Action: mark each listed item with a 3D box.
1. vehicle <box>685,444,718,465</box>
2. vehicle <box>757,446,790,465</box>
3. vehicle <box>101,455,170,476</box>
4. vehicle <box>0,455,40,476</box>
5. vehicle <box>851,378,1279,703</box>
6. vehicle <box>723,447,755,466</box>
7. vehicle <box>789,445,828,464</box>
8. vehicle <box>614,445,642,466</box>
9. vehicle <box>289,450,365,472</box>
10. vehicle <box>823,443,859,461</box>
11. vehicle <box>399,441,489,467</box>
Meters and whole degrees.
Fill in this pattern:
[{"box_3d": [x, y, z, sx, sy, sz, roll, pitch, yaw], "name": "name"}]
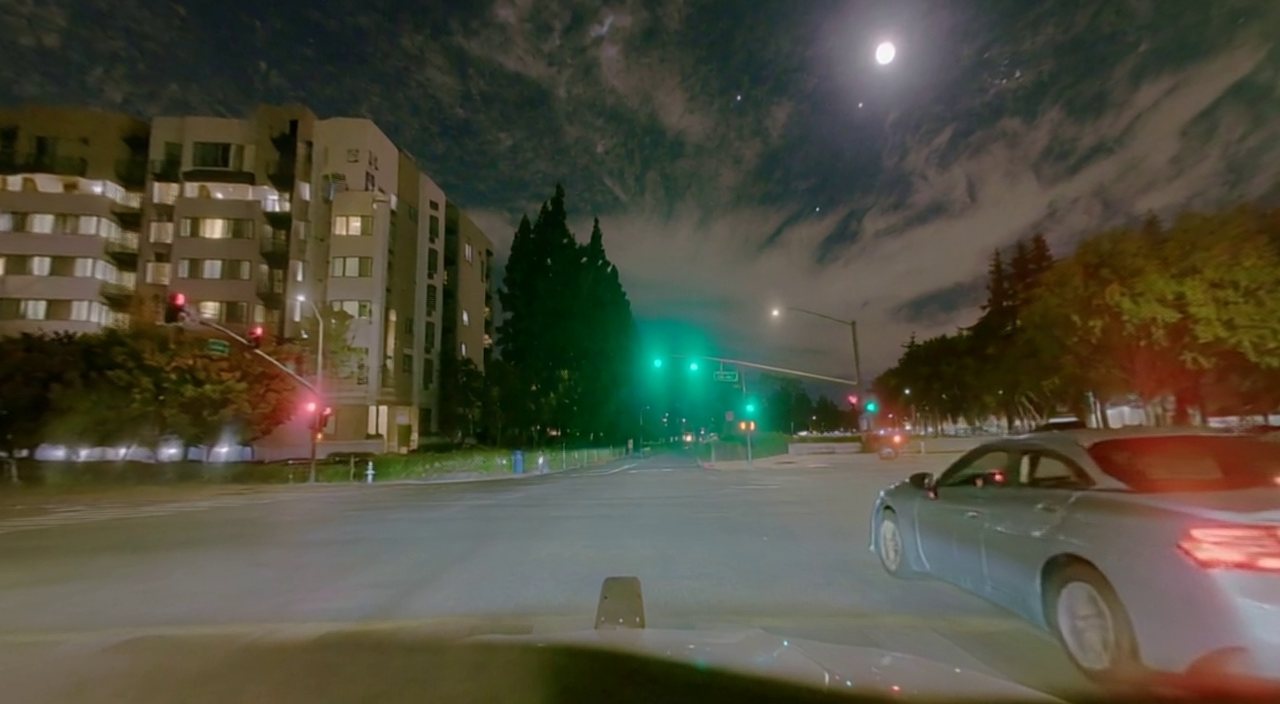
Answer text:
[{"box_3d": [4.597, 7.754, 47.952, 1.983, 1.453, 4.180, 0, -9, -1], "name": "vehicle"}, {"box_3d": [10.108, 7.860, 48.004, 1.692, 1.343, 3.352, 0, -9, -1], "name": "vehicle"}, {"box_3d": [-36.236, 8.159, 45.471, 1.709, 1.410, 3.945, 0, -9, -1], "name": "vehicle"}, {"box_3d": [-46.142, 8.253, 45.980, 1.627, 1.392, 3.330, 0, -9, 0], "name": "vehicle"}, {"box_3d": [3.309, 1.195, 4.718, 1.903, 1.529, 4.254, 0, -9, -1], "name": "vehicle"}, {"box_3d": [7.503, 7.962, 48.266, 1.889, 1.358, 3.751, 0, -9, 1], "name": "vehicle"}, {"box_3d": [12.803, 7.781, 48.113, 2.006, 1.371, 3.426, 0, -9, 0], "name": "vehicle"}, {"box_3d": [-0.928, 7.874, 48.214, 2.024, 1.489, 4.613, 0, -9, -1], "name": "vehicle"}, {"box_3d": [-21.563, 7.509, 43.587, 4.207, 1.508, 1.875, 0, -9, 2], "name": "vehicle"}, {"box_3d": [15.311, 7.627, 48.233, 1.704, 1.365, 3.315, 0, -9, 1], "name": "vehicle"}, {"box_3d": [-14.600, 7.645, 47.302, 6.021, 1.868, 2.172, 0, -9, 1], "name": "vehicle"}]
